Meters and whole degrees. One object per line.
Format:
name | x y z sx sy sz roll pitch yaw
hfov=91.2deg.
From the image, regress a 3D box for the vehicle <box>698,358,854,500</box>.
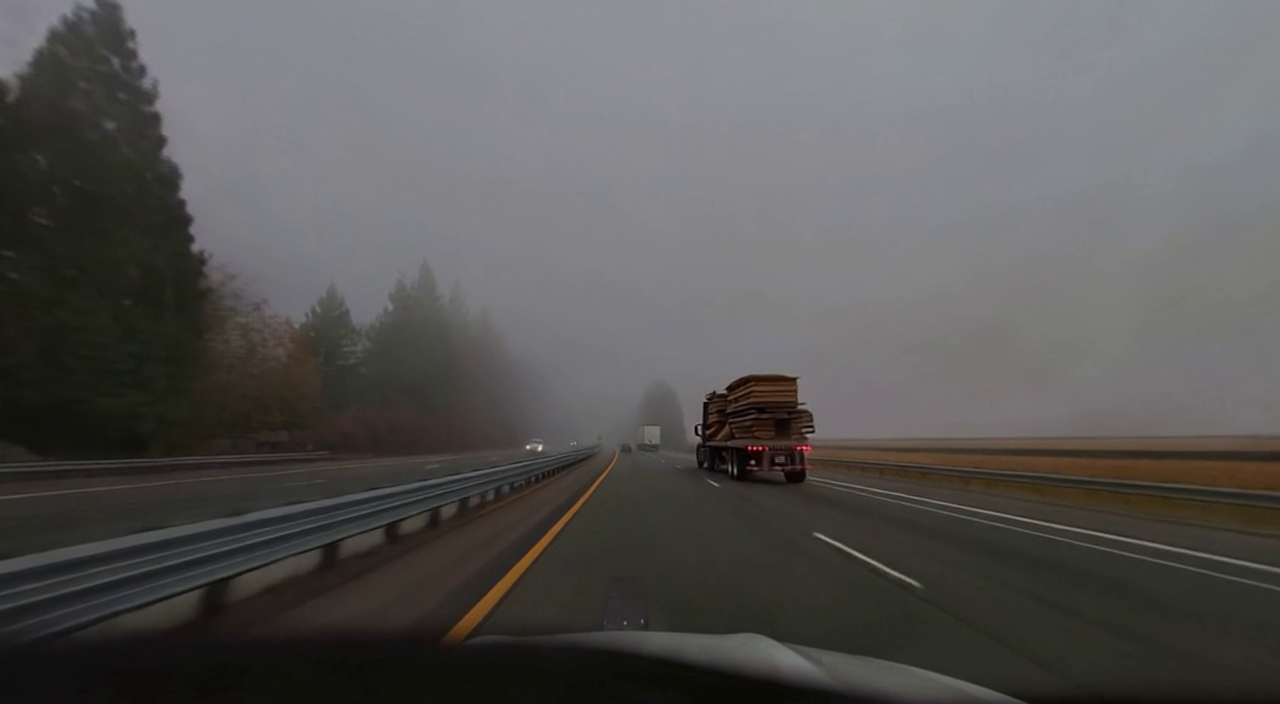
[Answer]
vehicle | 4.684 3.336 26.514 3.023 4.054 16.882 0 -8 1
